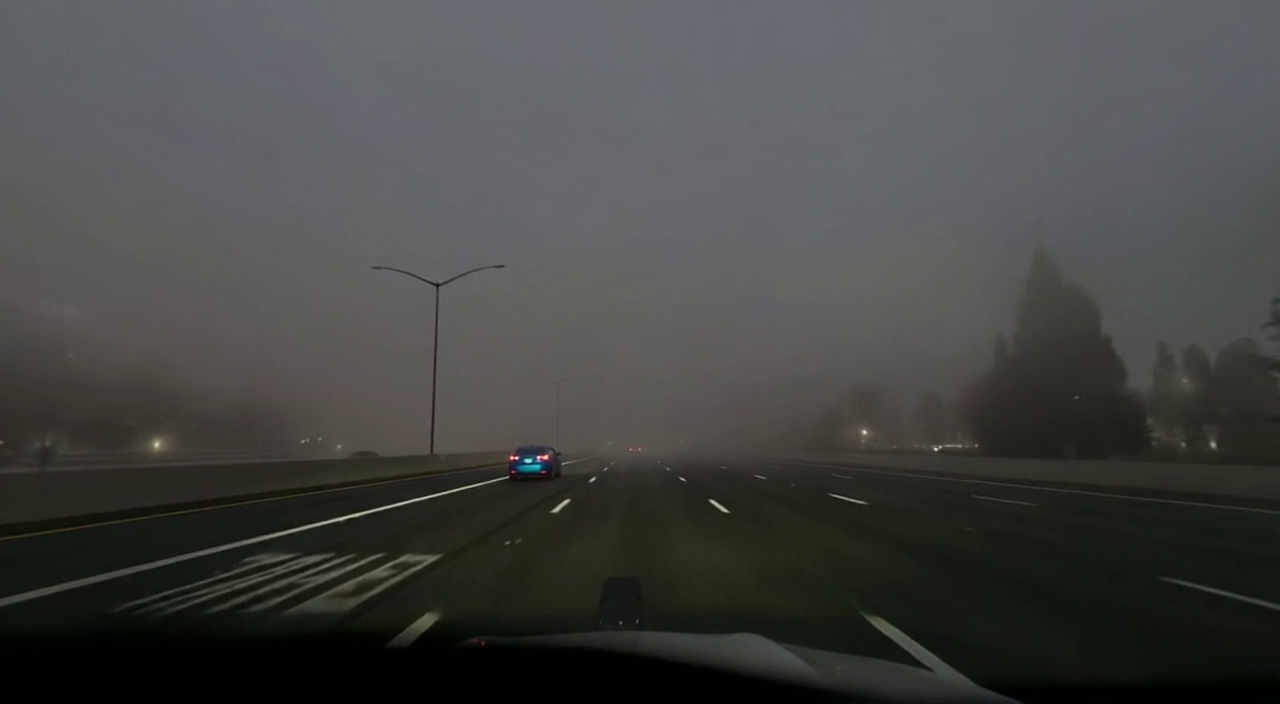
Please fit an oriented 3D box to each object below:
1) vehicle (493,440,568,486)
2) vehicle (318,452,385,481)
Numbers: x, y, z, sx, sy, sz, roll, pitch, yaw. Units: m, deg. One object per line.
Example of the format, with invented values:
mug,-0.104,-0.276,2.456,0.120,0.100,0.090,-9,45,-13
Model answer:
vehicle,-3.873,4.011,23.131,1.900,1.492,4.495,0,-8,0
vehicle,-16.946,6.715,37.313,1.907,1.498,4.348,0,-8,0
